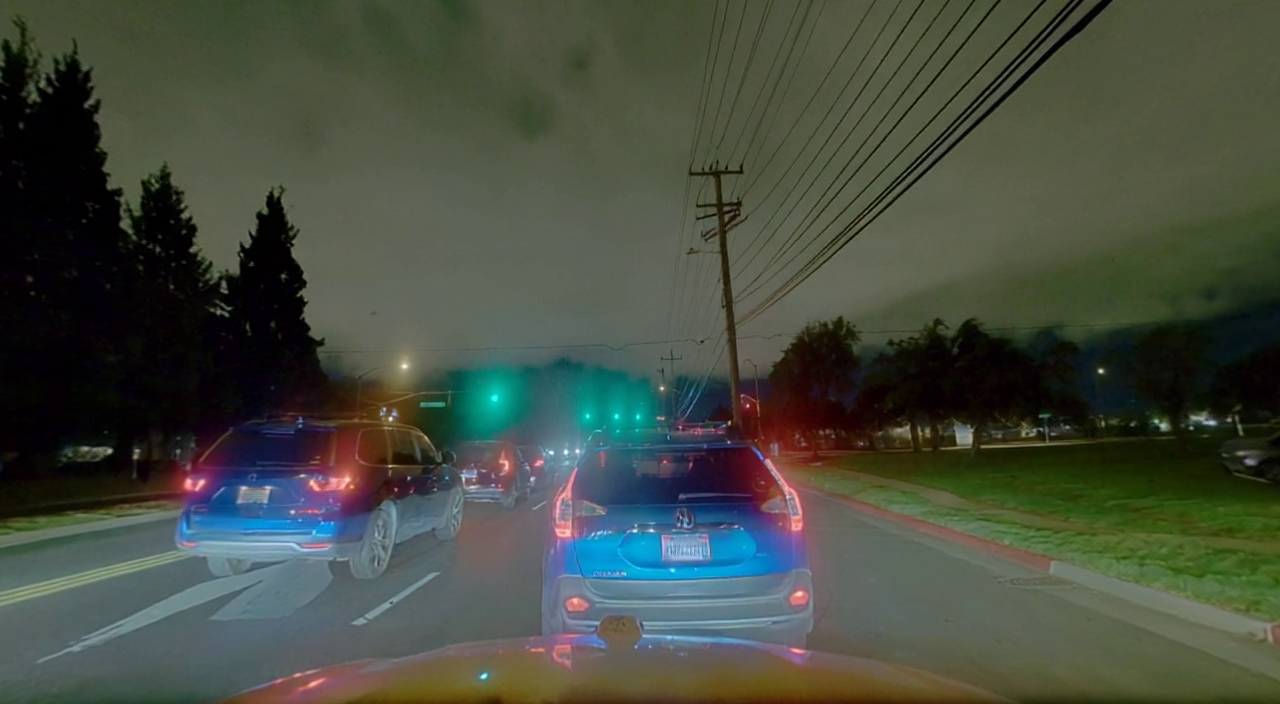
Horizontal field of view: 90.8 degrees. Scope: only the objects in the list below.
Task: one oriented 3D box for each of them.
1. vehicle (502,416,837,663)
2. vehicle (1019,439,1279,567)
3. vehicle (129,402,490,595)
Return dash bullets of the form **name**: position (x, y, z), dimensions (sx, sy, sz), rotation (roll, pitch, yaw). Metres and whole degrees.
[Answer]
- **vehicle**: position (0.118, 1.450, 5.953), dimensions (2.056, 1.487, 4.003), rotation (0, -9, -2)
- **vehicle**: position (8.392, 2.158, 9.925), dimensions (1.993, 1.508, 4.521), rotation (0, -9, -1)
- **vehicle**: position (-3.470, 1.631, 7.865), dimensions (2.105, 1.706, 4.337), rotation (0, -9, 0)
